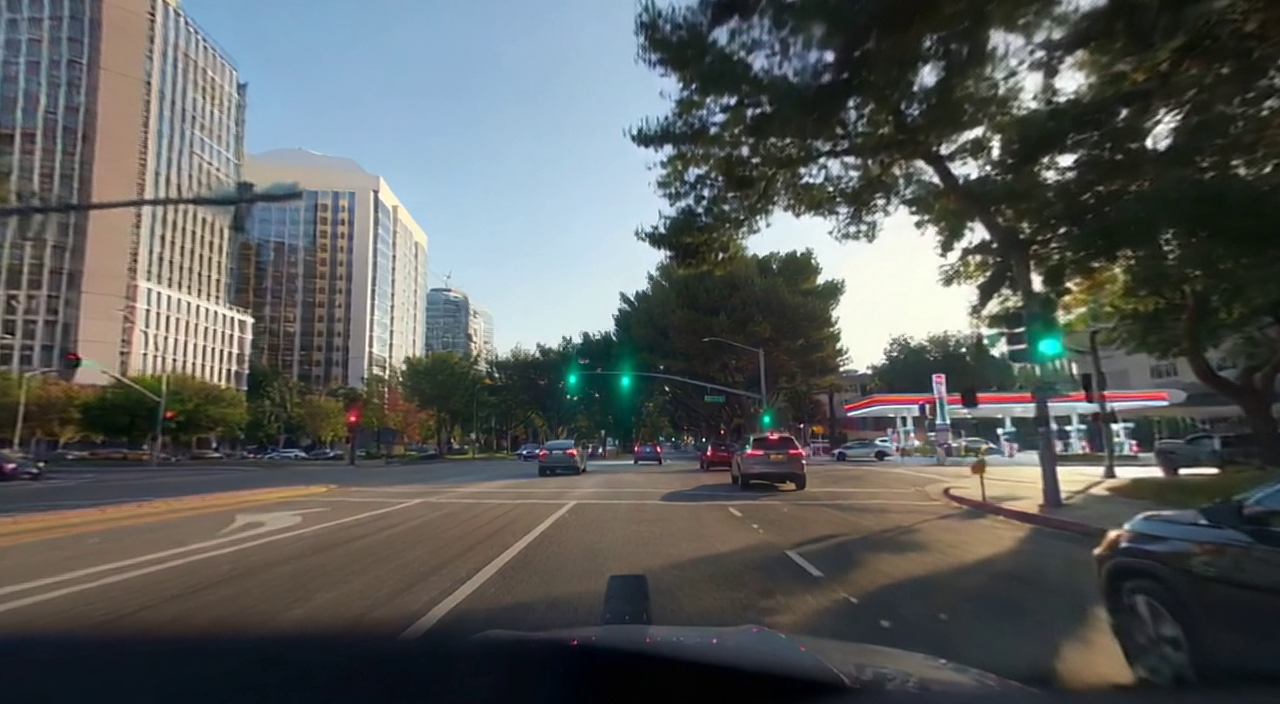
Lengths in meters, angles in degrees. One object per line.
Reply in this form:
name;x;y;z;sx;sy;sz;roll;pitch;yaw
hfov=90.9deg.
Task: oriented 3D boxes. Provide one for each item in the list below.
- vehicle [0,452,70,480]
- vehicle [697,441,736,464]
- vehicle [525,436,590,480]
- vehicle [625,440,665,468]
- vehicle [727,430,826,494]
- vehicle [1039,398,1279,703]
vehicle;-34.211;6.179;34.208;4.652;1.453;1.945;0;-8;0
vehicle;5.113;6.796;42.743;2.174;1.462;4.400;0;-8;1
vehicle;-3.209;4.214;25.388;2.023;1.607;4.086;0;-8;1
vehicle;0.260;5.760;35.953;2.104;1.477;4.591;0;-8;0
vehicle;3.979;3.276;19.139;2.022;1.683;4.171;0;-8;-1
vehicle;3.624;0.803;1.626;2.038;1.499;4.868;0;-8;1
